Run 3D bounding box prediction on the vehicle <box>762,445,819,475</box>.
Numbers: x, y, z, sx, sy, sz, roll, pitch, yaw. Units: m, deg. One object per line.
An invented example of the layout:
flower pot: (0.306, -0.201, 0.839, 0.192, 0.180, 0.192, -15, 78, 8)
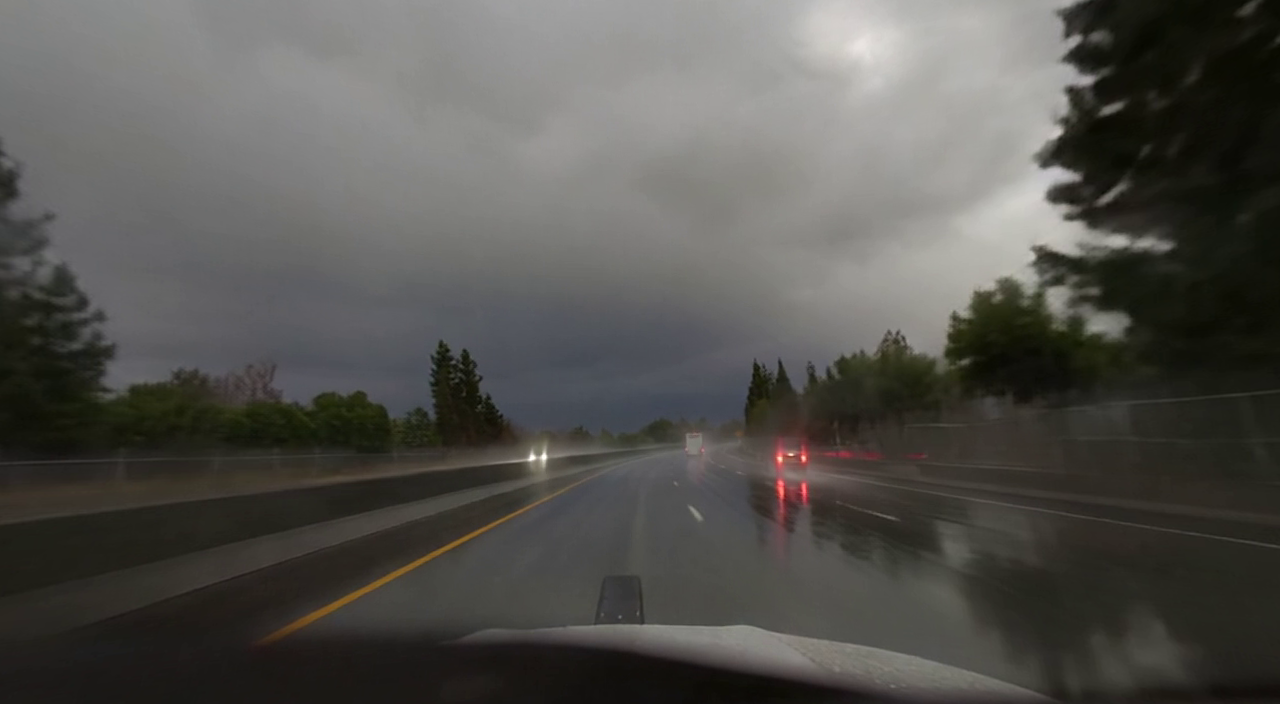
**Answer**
vehicle: (8.132, 5.880, 34.485, 1.983, 1.486, 4.545, 0, -9, 0)
